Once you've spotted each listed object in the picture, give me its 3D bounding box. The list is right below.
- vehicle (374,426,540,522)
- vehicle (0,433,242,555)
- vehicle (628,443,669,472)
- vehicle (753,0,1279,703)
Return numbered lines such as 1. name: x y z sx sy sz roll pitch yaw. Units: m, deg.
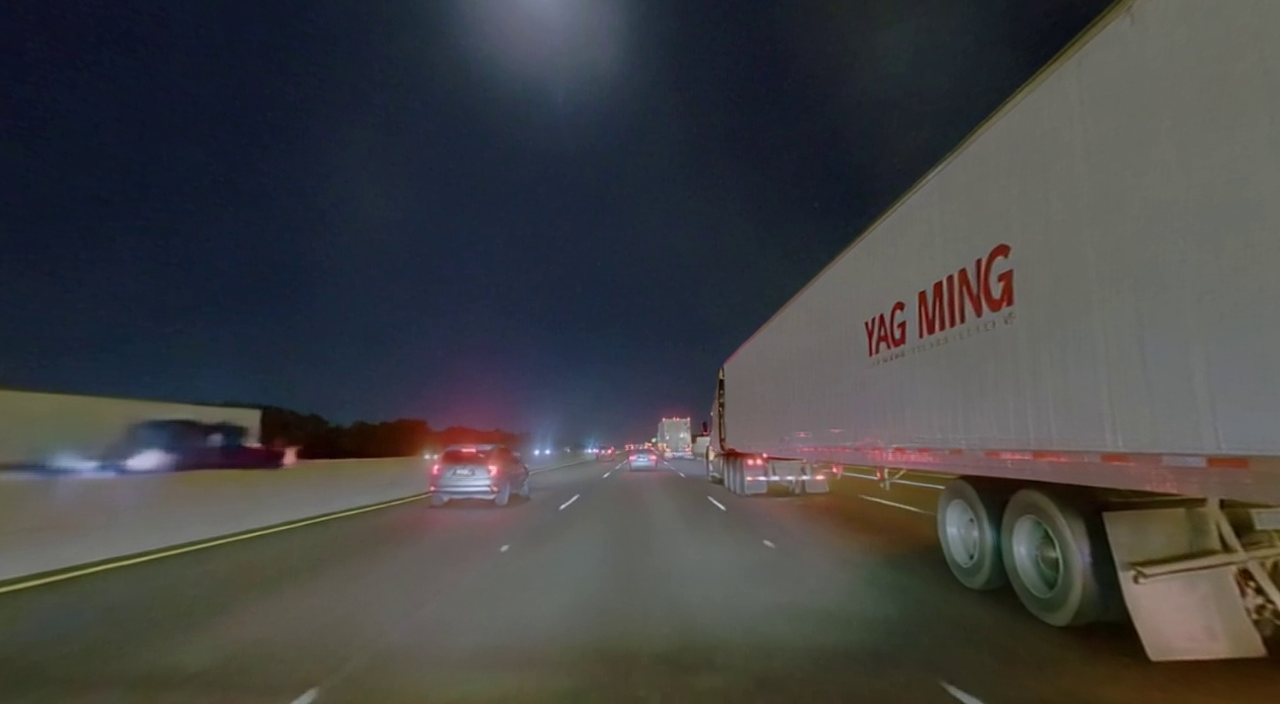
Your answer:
1. vehicle: -3.740 2.600 14.025 2.091 1.722 4.974 -1 -9 1
2. vehicle: -8.642 2.093 9.991 1.917 1.506 4.152 0 -9 0
3. vehicle: 0.428 5.729 34.446 2.063 1.469 4.208 0 -9 0
4. vehicle: 3.868 0.305 7.230 2.821 4.077 12.562 0 -9 0
